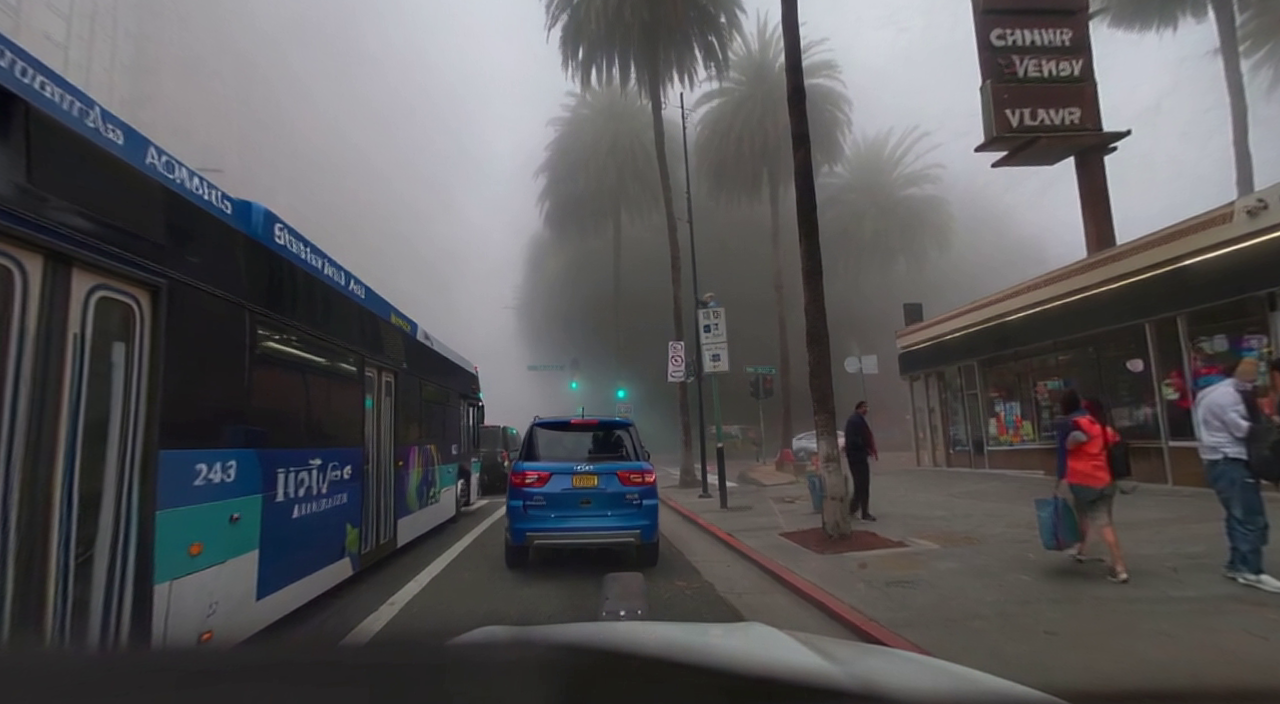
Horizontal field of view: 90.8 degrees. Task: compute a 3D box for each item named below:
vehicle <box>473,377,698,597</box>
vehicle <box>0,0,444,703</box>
[{"bbox_3d":[-0.799,1.502,7.813,2.002,1.907,4.211,1,-9,-9],"label":"vehicle"},{"bbox_3d":[-3.783,0.113,2.927,2.863,3.233,11.573,0,-8,-4],"label":"vehicle"}]
